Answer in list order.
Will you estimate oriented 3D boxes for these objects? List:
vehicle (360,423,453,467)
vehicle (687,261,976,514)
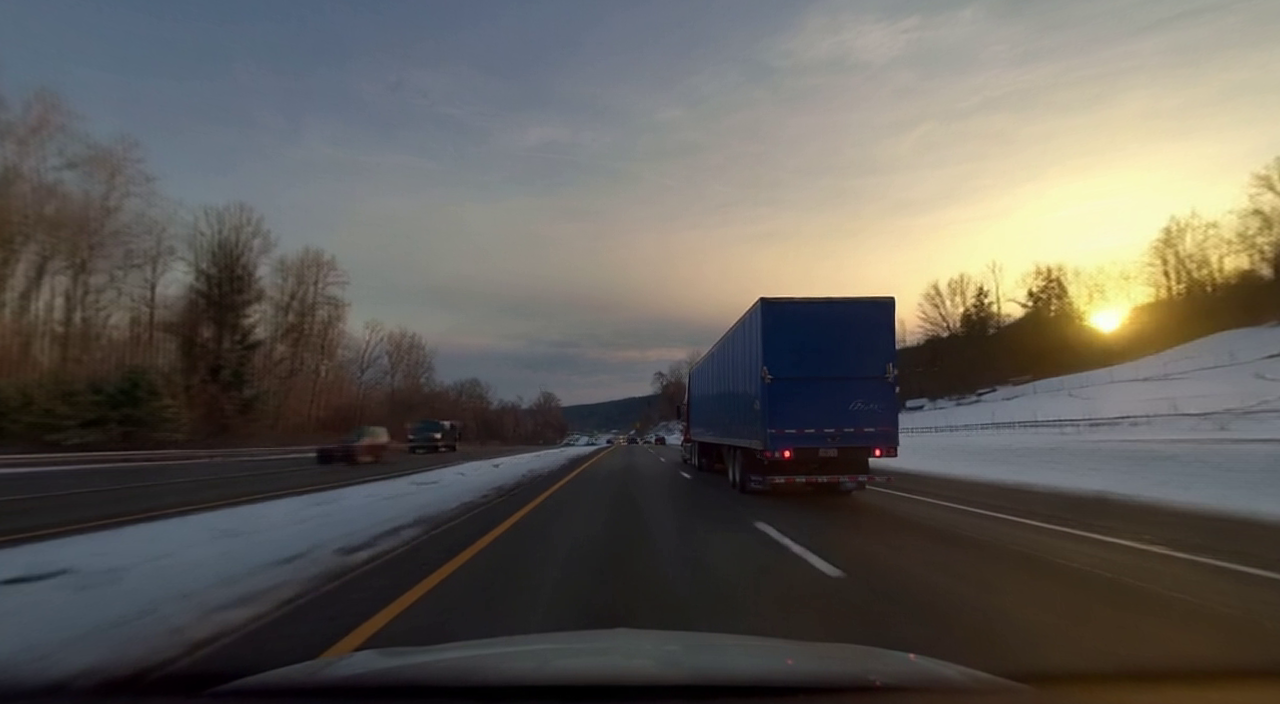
[{"bbox_3d":[-9.030,3.641,24.760,2.000,1.550,4.473,0,-8,-1],"label":"vehicle"},{"bbox_3d":[3.821,1.691,19.107,3.203,4.273,17.131,0,-8,-1],"label":"vehicle"}]
